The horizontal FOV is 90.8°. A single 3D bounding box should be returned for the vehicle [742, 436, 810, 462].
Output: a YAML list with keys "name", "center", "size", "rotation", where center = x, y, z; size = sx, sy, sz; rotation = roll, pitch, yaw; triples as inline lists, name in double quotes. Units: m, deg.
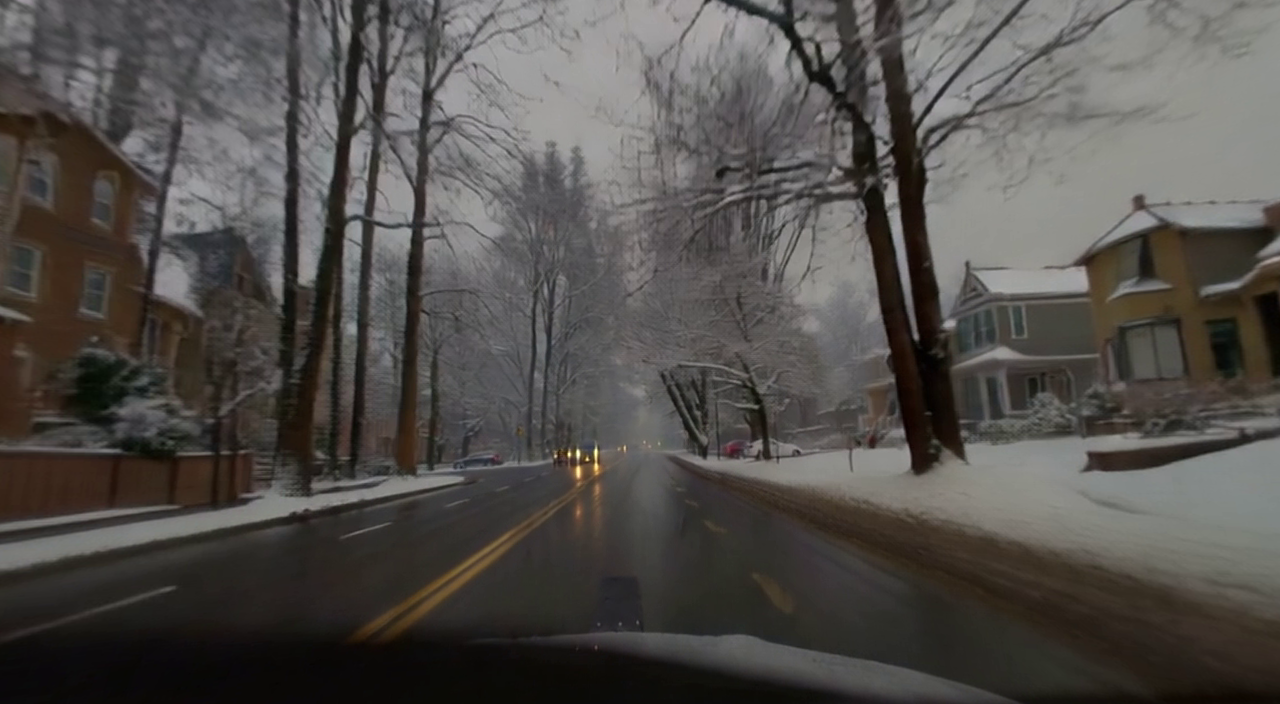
- name: "vehicle"
  center: [9.568, 6.856, 44.693]
  size: [4.385, 1.612, 2.070]
  rotation: [-3, -9, 5]
